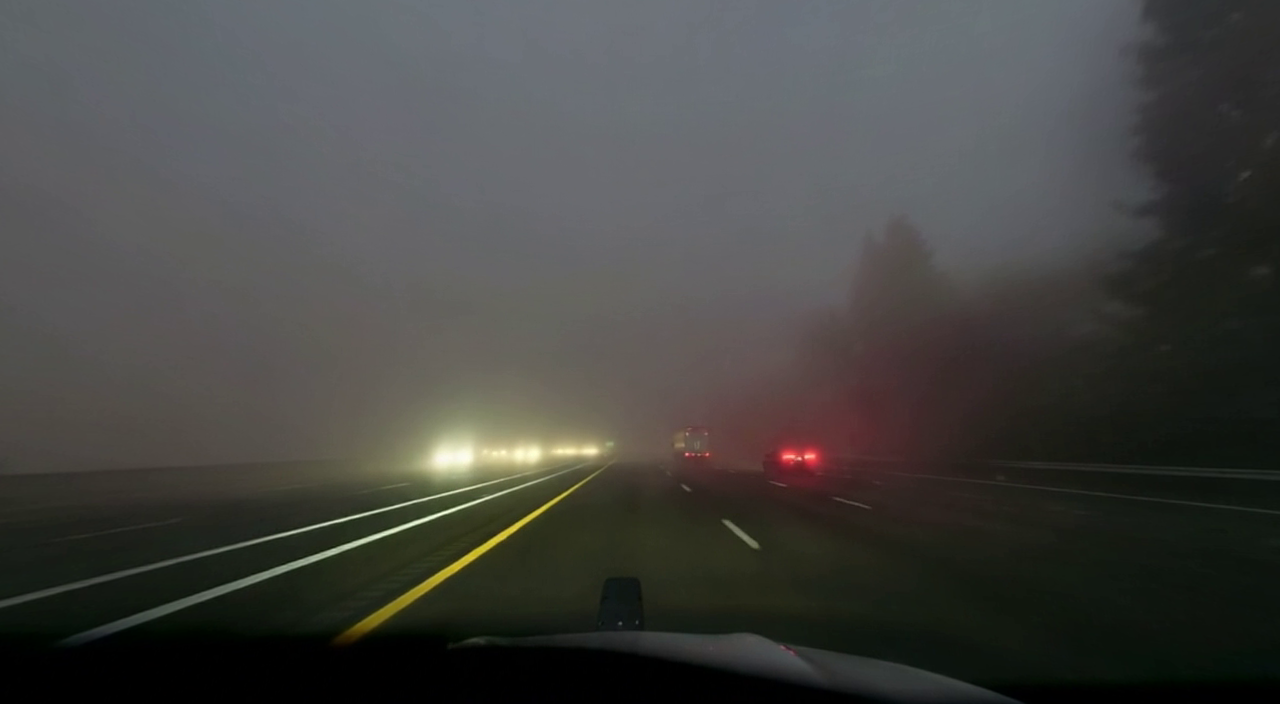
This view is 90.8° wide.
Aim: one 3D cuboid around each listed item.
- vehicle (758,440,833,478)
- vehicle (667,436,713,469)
[{"bbox_3d":[6.477,4.502,26.790,2.009,1.456,4.097,0,-9,-1],"label":"vehicle"},{"bbox_3d":[2.870,5.940,37.538,2.258,1.824,4.908,0,-9,-1],"label":"vehicle"}]
